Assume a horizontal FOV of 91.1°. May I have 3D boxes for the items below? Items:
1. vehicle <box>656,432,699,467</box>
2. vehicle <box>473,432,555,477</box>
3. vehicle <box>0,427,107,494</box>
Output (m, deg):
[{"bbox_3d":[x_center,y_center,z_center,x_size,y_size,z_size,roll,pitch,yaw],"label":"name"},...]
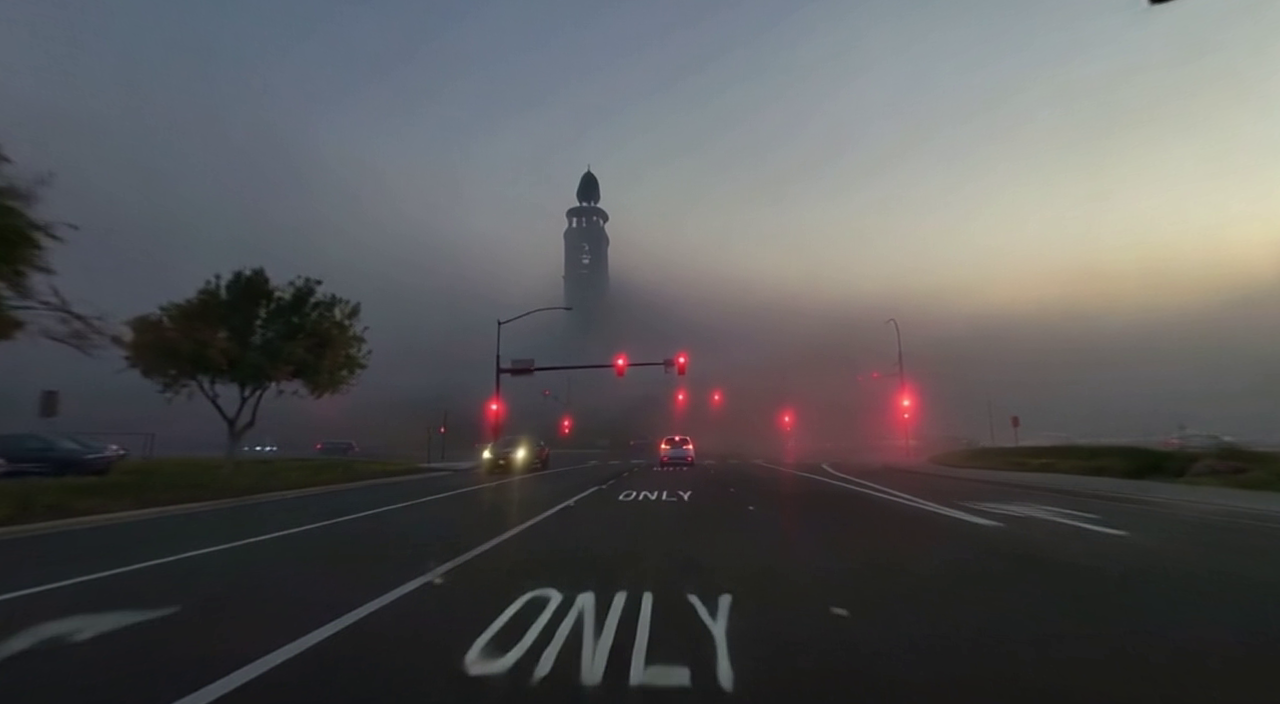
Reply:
[{"bbox_3d":[2.465,6.308,40.805,2.590,2.080,5.284,0,-9,4],"label":"vehicle"},{"bbox_3d":[-5.905,4.903,30.354,2.366,1.941,5.823,-1,-9,5],"label":"vehicle"},{"bbox_3d":[-22.684,3.683,21.529,6.446,2.143,2.606,0,-9,2],"label":"vehicle"}]
